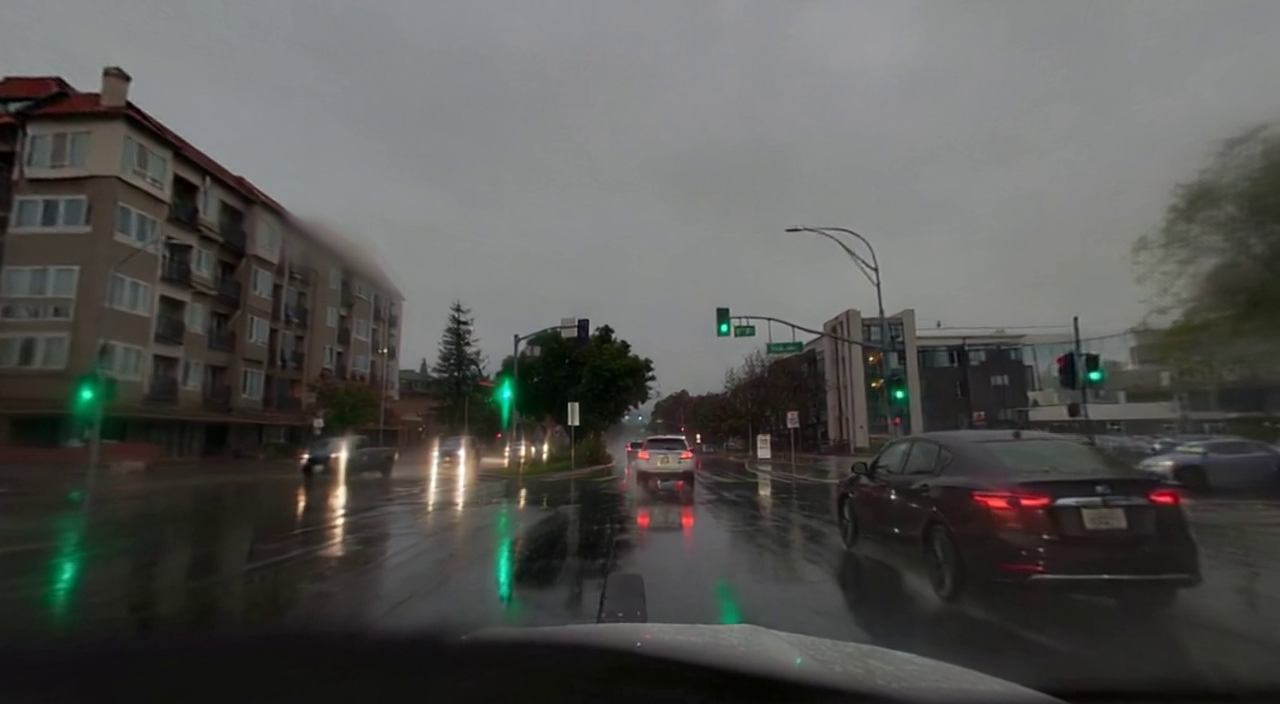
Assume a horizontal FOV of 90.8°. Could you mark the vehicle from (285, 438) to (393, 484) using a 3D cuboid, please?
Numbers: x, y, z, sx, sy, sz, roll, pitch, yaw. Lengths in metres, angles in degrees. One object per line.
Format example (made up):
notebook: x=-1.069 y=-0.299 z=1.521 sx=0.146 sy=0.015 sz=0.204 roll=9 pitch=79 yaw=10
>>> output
vehicle: x=-12.535 y=4.548 z=26.756 sx=1.964 sy=1.712 sz=5.236 roll=0 pitch=-8 yaw=0

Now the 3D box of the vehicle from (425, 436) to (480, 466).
vehicle: x=-12.430 y=6.594 z=42.212 sx=2.076 sy=1.836 sz=4.847 roll=0 pitch=-8 yaw=1

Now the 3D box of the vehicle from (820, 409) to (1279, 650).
vehicle: x=3.387 y=1.505 z=6.419 sx=1.906 sy=1.608 sz=4.137 roll=0 pitch=-8 yaw=0

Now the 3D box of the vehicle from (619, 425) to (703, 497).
vehicle: x=0.728 y=3.267 z=19.366 sx=2.206 sy=1.858 sz=5.332 roll=-1 pitch=-8 yaw=4
